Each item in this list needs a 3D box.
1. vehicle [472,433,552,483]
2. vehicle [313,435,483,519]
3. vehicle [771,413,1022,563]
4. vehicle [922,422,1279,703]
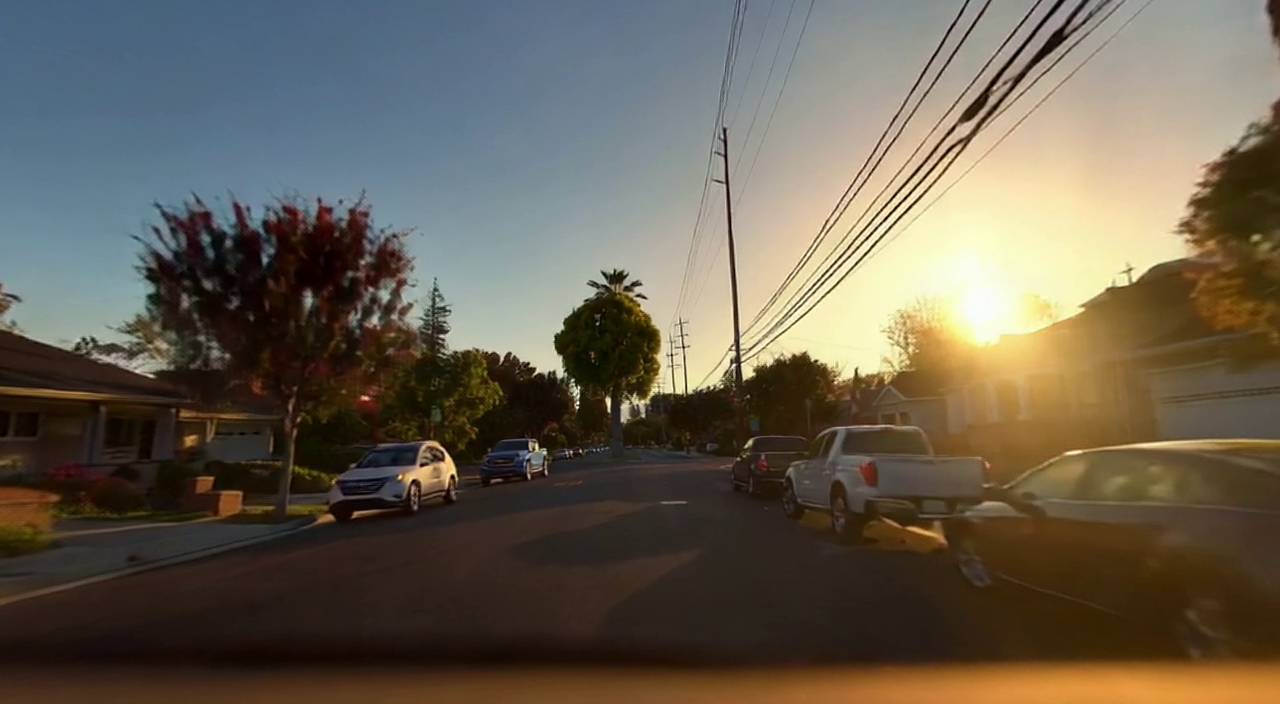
[{"bbox_3d":[-5.724,4.844,29.183,2.455,2.045,6.171,0,-8,0],"label":"vehicle"},{"bbox_3d":[-5.762,3.020,15.885,2.226,1.768,4.780,0,-8,2],"label":"vehicle"},{"bbox_3d":[3.520,1.953,9.850,1.979,1.762,4.621,0,-8,0],"label":"vehicle"},{"bbox_3d":[3.850,1.317,4.509,1.854,1.493,3.880,0,-8,0],"label":"vehicle"}]
